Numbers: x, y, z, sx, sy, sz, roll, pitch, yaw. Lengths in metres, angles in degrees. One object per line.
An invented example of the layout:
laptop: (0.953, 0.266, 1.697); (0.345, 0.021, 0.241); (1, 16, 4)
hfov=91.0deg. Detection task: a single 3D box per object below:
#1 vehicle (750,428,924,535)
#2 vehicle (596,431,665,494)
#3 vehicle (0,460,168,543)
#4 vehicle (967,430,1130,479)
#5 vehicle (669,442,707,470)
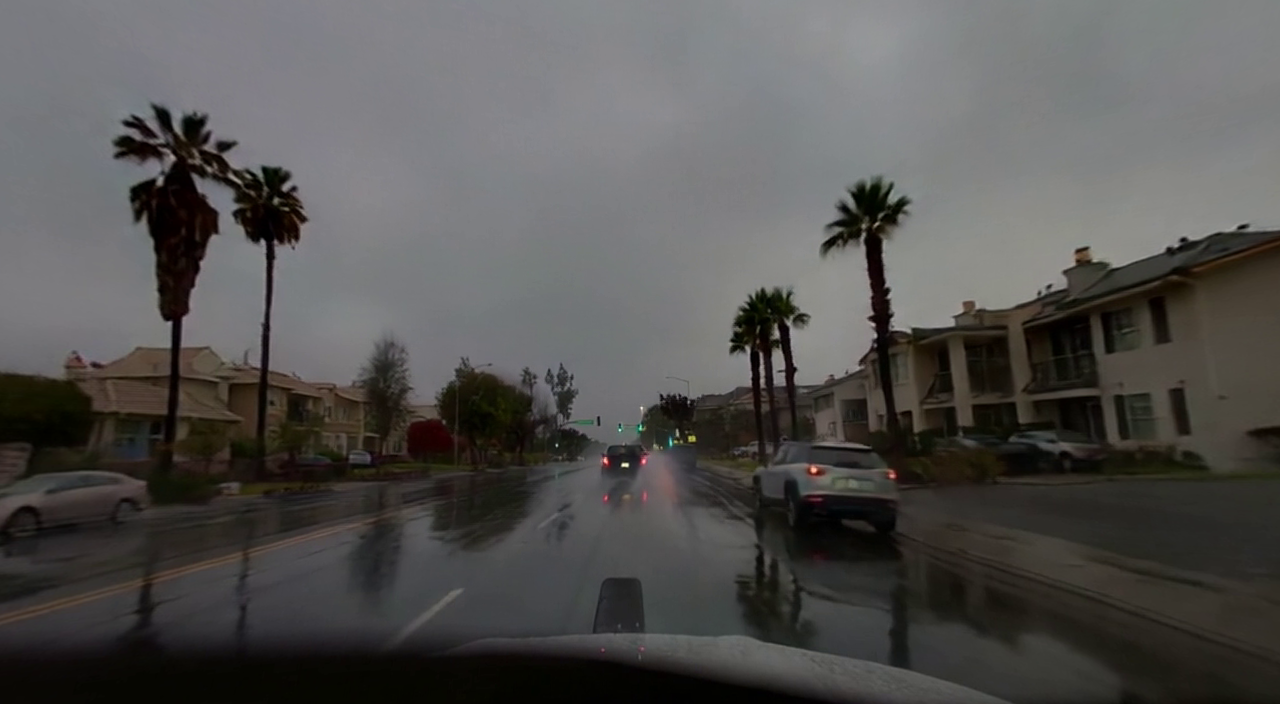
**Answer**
vehicle: (3.510, 2.391, 12.175); (1.949, 1.685, 4.161); (0, -9, -1)
vehicle: (-0.273, 3.620, 20.923); (1.994, 1.810, 5.057); (0, -9, 0)
vehicle: (-13.991, 3.483, 15.018); (1.877, 1.443, 4.677); (-3, -7, 0)
vehicle: (14.131, 3.569, 22.004); (4.238, 1.621, 2.067); (0, -9, -1)
vehicle: (3.500, 7.772, 47.175); (2.416, 1.922, 5.023); (0, -9, 0)
